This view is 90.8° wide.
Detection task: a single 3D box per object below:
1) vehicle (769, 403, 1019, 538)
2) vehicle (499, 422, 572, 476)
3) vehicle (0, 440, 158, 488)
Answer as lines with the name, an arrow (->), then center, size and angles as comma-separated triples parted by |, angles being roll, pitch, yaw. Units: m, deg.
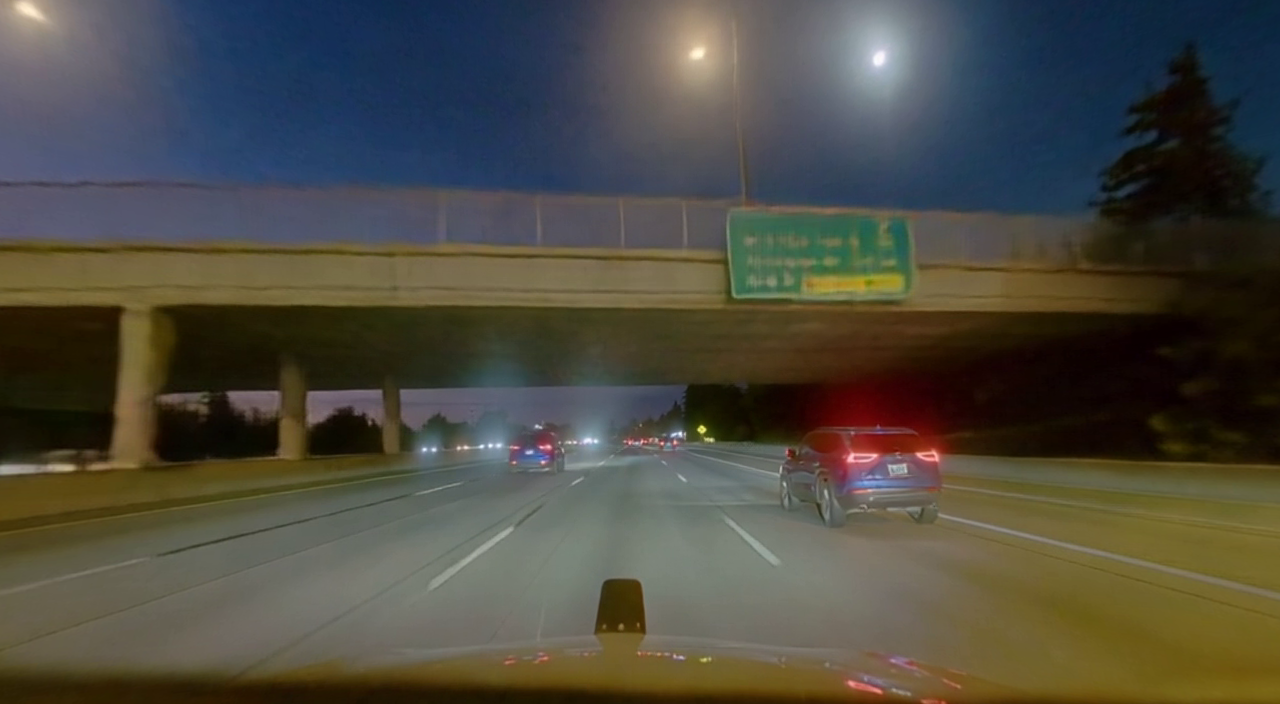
vehicle -> 3.790, 1.878, 10.551 | 2.185, 1.749, 4.477 | 0, -8, -2
vehicle -> -3.941, 3.774, 24.698 | 2.018, 1.872, 4.728 | 0, -8, 0
vehicle -> -22.801, 4.492, 25.745 | 2.224, 1.713, 5.176 | 0, -9, 0
